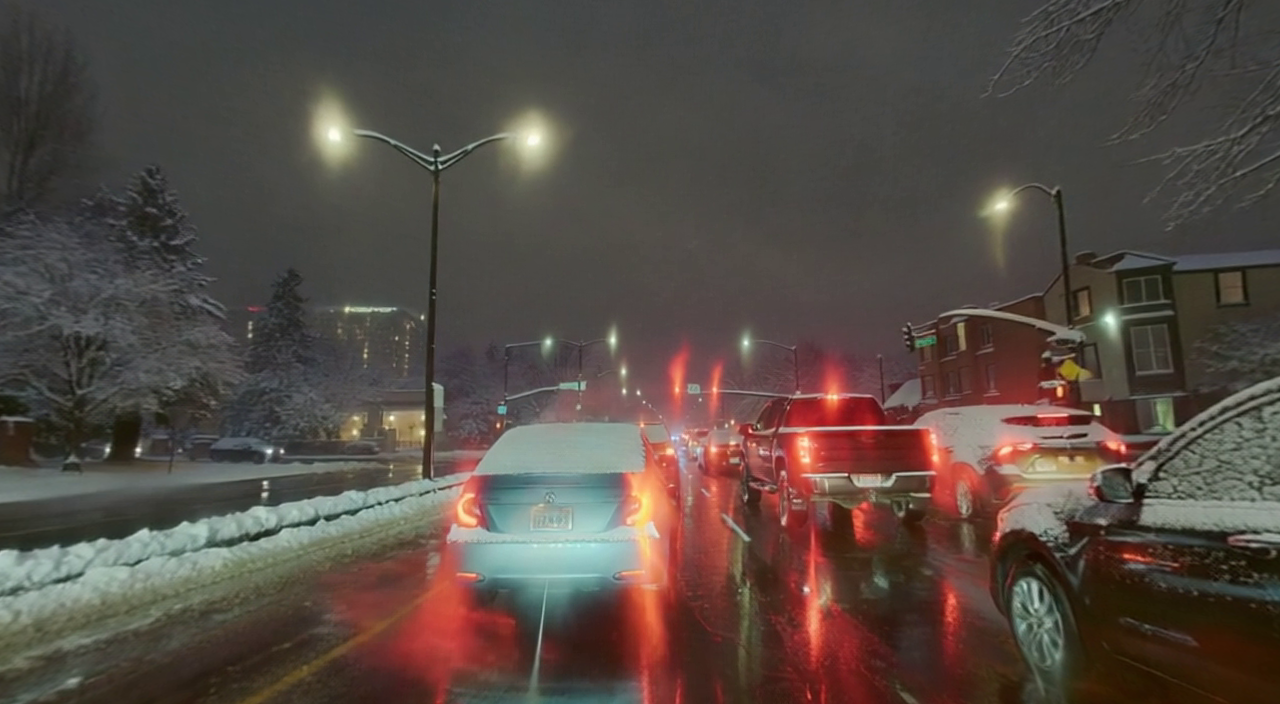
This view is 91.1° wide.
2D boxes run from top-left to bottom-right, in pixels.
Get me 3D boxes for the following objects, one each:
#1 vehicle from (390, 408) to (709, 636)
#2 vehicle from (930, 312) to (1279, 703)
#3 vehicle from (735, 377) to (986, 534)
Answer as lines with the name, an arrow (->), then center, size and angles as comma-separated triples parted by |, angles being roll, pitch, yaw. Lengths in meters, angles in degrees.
vehicle -> -0.576, 1.476, 6.478 | 2.172, 1.536, 4.250 | 0, -8, 1
vehicle -> 3.165, 0.756, 2.235 | 2.024, 1.723, 4.714 | 0, -8, 0
vehicle -> 3.527, 1.882, 11.776 | 2.497, 2.186, 5.890 | 0, -8, 0
